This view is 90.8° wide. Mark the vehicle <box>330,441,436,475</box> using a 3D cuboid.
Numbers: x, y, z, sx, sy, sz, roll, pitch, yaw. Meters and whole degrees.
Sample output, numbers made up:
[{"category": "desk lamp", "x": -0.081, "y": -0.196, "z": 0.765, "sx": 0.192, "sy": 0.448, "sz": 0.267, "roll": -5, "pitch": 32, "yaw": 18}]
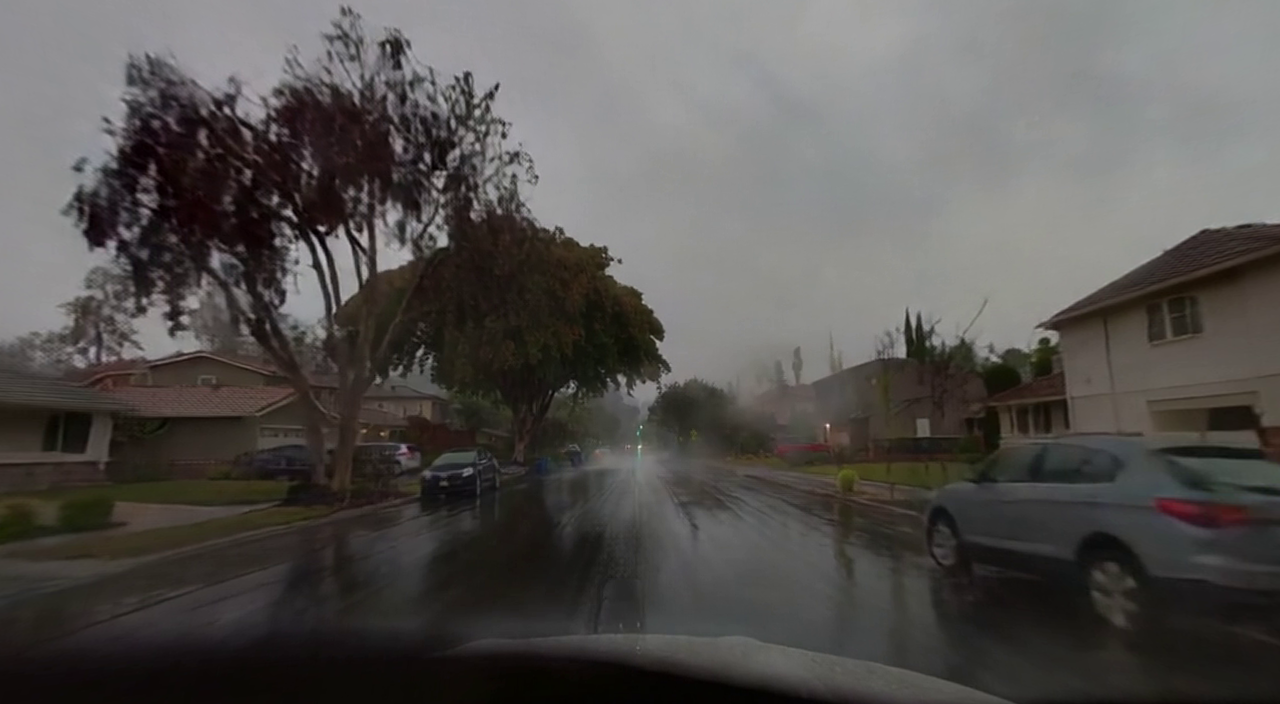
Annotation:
[{"category": "vehicle", "x": -12.170, "y": 5.021, "z": 30.103, "sx": 4.135, "sy": 1.567, "sz": 1.944, "roll": 0, "pitch": -9, "yaw": 2}]

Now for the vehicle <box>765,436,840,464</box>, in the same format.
[{"category": "vehicle", "x": 11.312, "y": 6.841, "z": 44.090, "sx": 4.626, "sy": 1.880, "sz": 1.980, "roll": 1, "pitch": -9, "yaw": -9}]

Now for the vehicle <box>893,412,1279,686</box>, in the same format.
[{"category": "vehicle", "x": 4.280, "y": 1.481, "z": 5.947, "sx": 1.996, "sy": 1.585, "sz": 4.371, "roll": 0, "pitch": -9, "yaw": 0}]

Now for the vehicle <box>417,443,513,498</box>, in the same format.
[{"category": "vehicle", "x": -5.684, "y": 3.879, "z": 21.112, "sx": 1.944, "sy": 1.621, "sz": 4.187, "roll": -1, "pitch": -9, "yaw": 1}]
